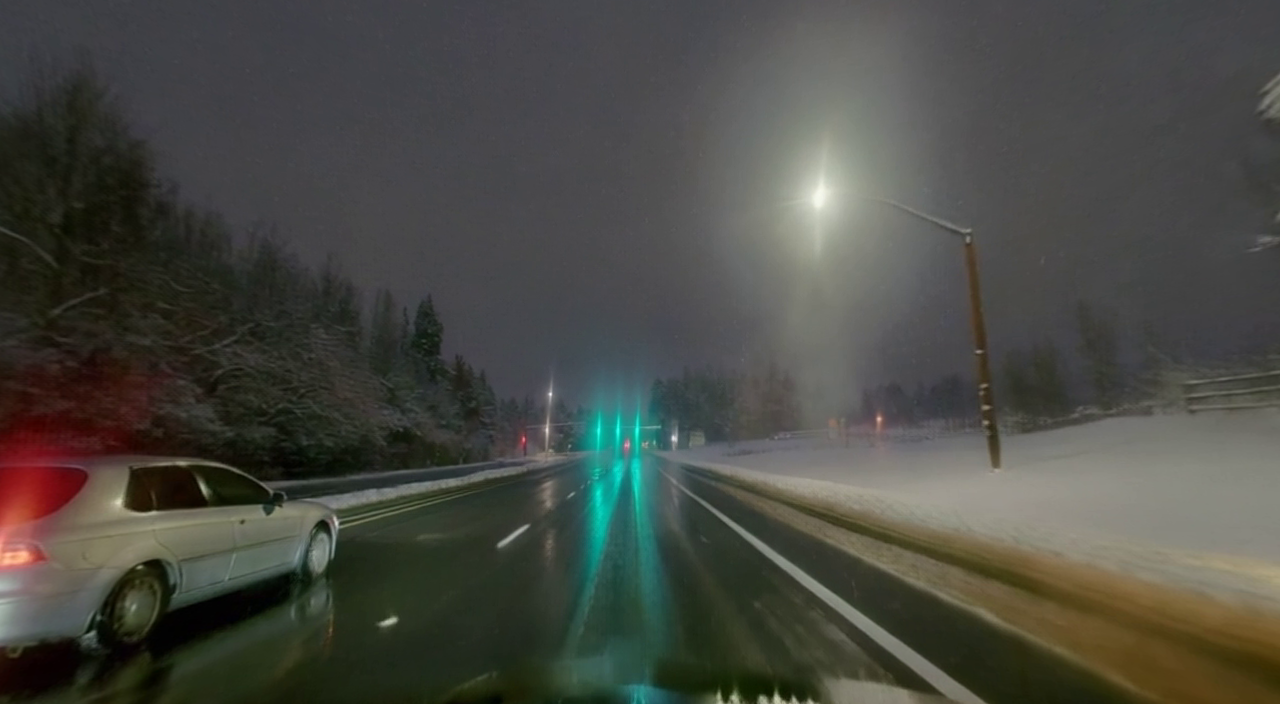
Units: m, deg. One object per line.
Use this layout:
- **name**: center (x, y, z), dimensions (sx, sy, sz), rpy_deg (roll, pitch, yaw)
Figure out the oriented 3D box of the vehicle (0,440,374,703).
- **vehicle**: center (-4.097, 1.480, 5.262), dimensions (1.946, 1.437, 4.154), rpy_deg (0, -8, 0)
